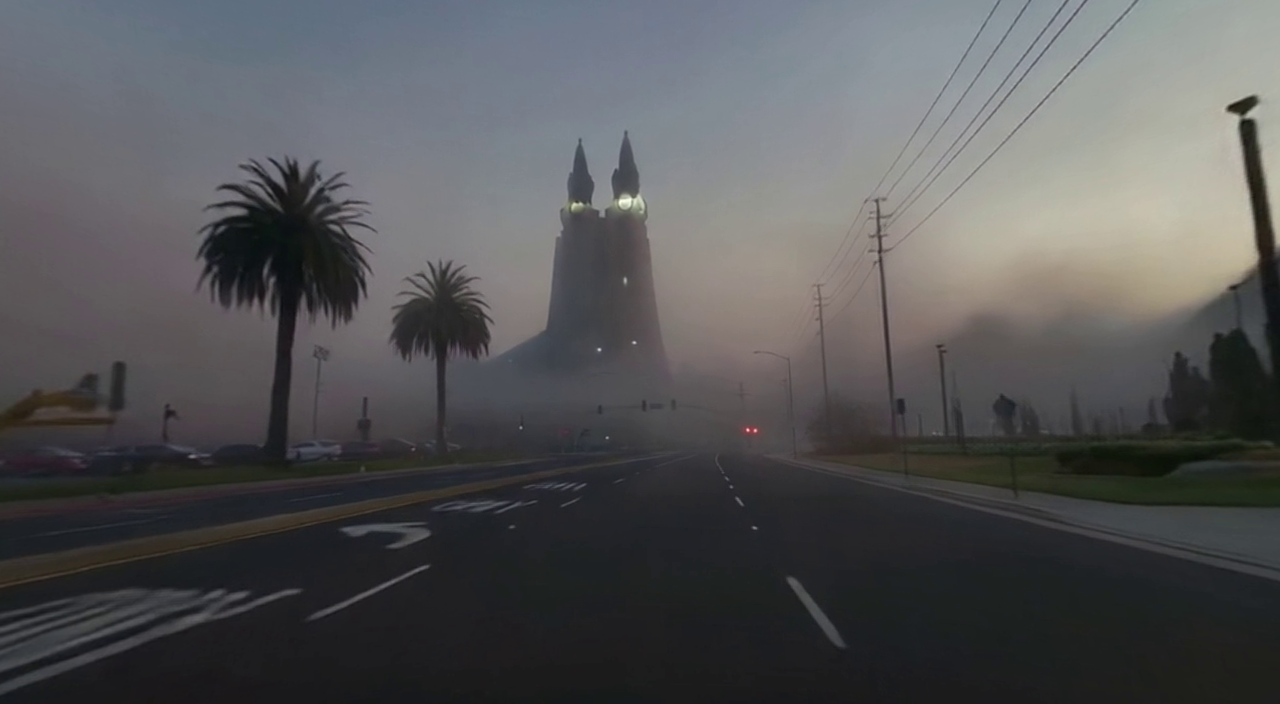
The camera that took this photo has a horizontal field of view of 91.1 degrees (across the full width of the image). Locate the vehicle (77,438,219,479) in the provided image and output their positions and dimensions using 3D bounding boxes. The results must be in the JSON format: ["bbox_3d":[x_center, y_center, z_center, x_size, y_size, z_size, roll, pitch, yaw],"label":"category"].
[{"bbox_3d":[-23.087,4.983,29.565,5.084,1.664,2.006,-2,-7,2],"label":"vehicle"}]
